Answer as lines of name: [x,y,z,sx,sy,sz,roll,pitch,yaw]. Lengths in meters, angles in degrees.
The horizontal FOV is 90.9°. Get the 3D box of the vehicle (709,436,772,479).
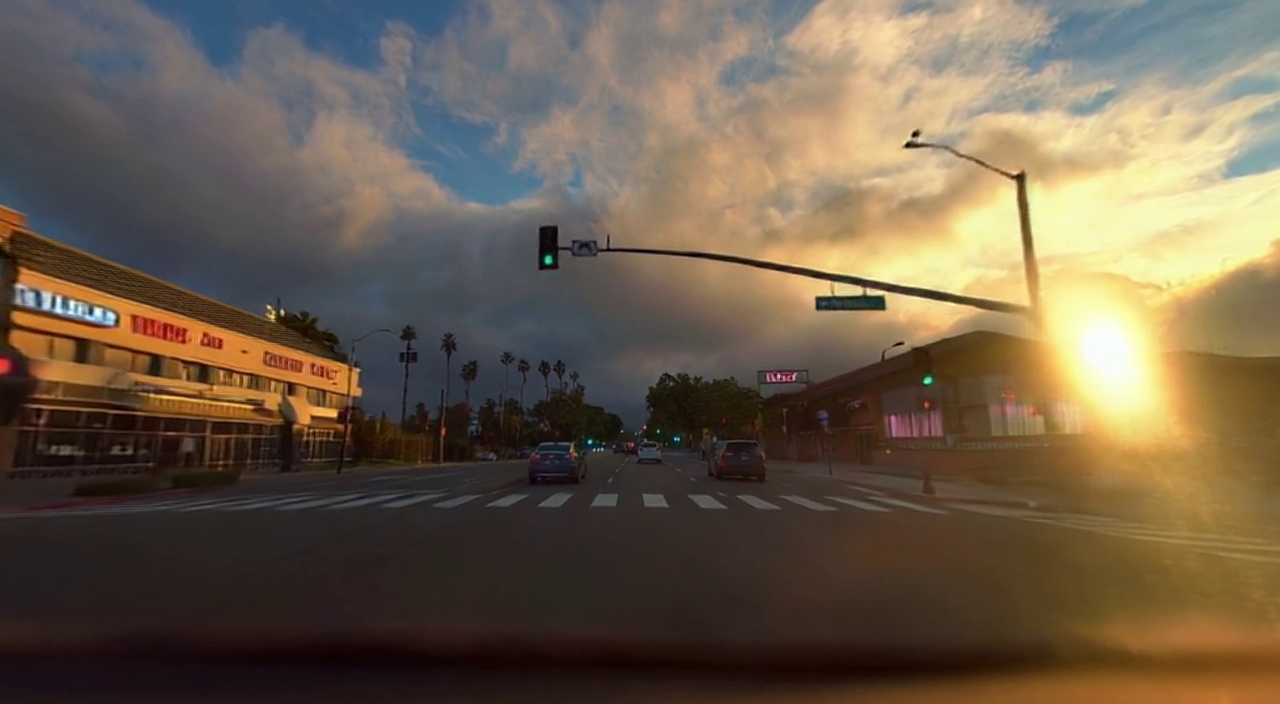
vehicle: [4.100,4.395,26.387,1.987,1.637,3.896,0,-9,0]

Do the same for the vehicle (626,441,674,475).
vehicle: [0.419,4.891,29.346,2.103,1.468,4.094,0,-9,0]

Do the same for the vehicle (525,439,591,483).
vehicle: [-3.014,4.110,23.977,1.860,1.510,4.073,0,-9,1]
